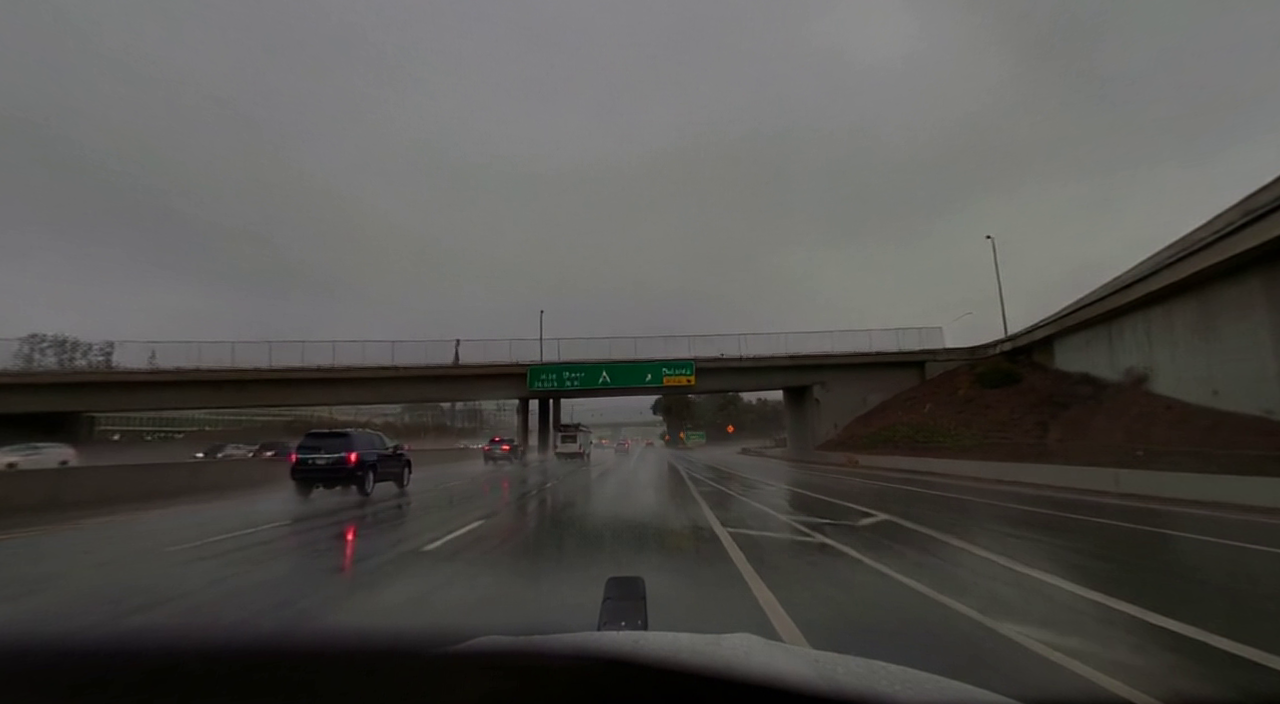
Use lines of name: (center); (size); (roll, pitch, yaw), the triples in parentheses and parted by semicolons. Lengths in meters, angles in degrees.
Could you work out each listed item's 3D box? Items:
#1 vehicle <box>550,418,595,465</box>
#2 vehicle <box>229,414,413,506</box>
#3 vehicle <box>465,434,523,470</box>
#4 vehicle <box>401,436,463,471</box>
vehicle: (-4.391, 5.998, 41.892); (2.301, 2.843, 6.458); (0, -8, -1)
vehicle: (-7.682, 2.647, 15.803); (2.179, 1.948, 4.618); (0, -8, 0)
vehicle: (-7.940, 5.473, 34.562); (2.109, 1.784, 4.709); (0, -8, -1)
vehicle: (-11.230, 5.498, 34.207); (1.900, 1.726, 4.236); (0, -8, 0)
